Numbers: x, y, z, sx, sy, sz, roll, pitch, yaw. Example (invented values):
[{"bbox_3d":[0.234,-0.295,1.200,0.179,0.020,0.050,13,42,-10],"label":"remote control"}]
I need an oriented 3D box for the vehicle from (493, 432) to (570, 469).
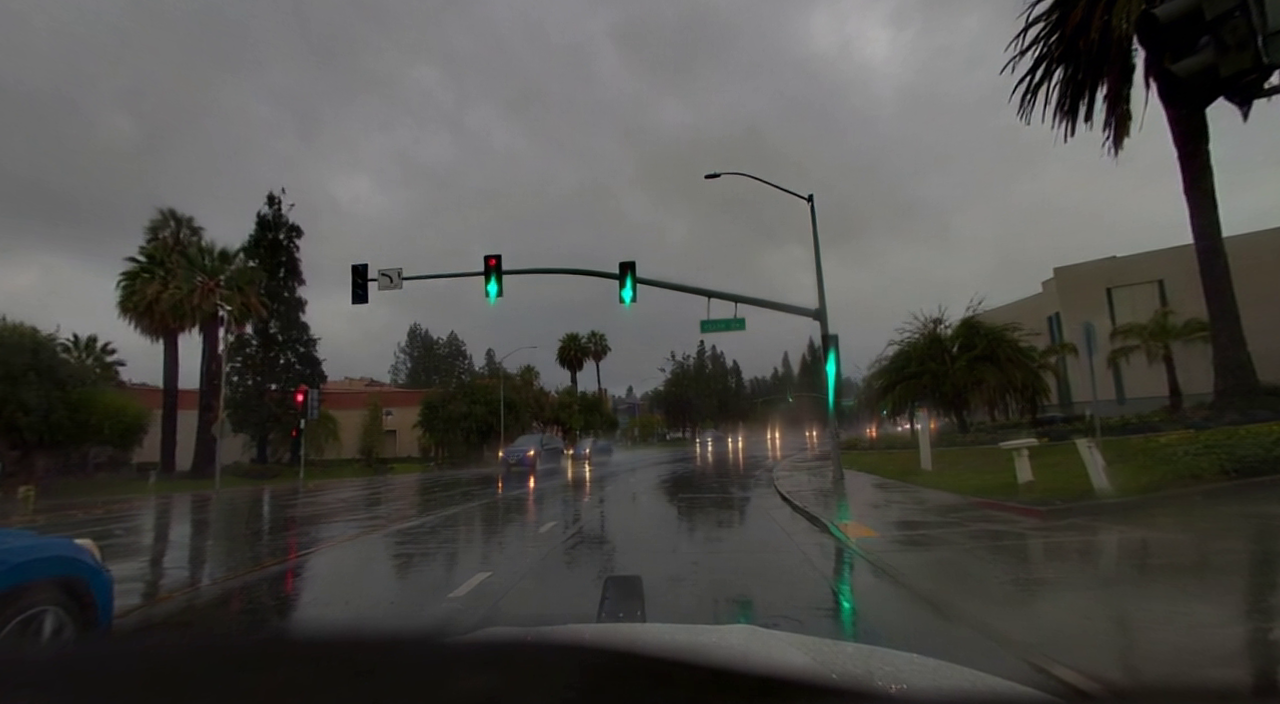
[{"bbox_3d":[-5.669,5.231,33.632,2.181,1.792,4.648,-3,-9,16],"label":"vehicle"}]
